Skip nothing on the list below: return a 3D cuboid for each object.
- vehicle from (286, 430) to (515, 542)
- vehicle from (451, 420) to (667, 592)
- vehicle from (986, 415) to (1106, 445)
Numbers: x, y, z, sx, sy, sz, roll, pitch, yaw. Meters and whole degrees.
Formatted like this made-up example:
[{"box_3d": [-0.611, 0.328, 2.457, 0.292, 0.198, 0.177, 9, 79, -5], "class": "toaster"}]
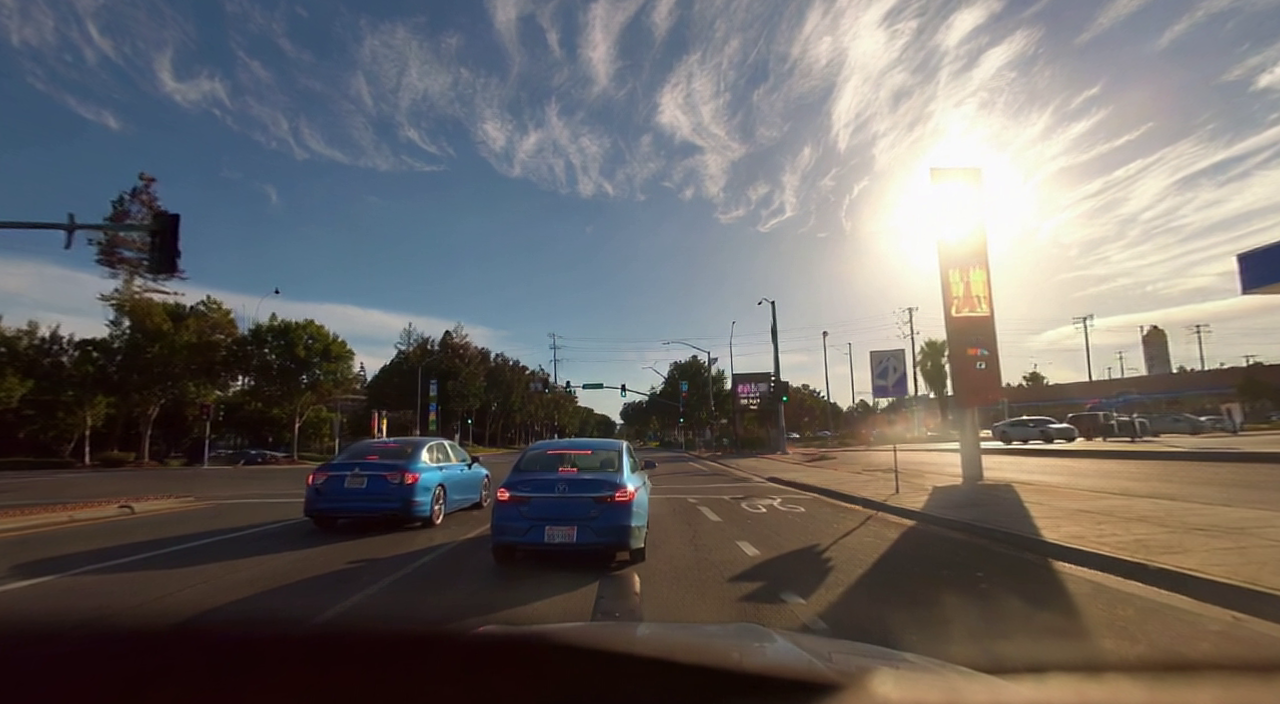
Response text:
[{"box_3d": [-3.742, 2.179, 11.051, 1.995, 1.506, 4.773, 0, -8, 2], "class": "vehicle"}, {"box_3d": [-0.645, 1.695, 7.890, 1.916, 1.510, 4.447, 0, -8, 2], "class": "vehicle"}, {"box_3d": [21.224, 4.134, 33.210, 4.874, 1.502, 2.048, 0, -8, 0], "class": "vehicle"}]
